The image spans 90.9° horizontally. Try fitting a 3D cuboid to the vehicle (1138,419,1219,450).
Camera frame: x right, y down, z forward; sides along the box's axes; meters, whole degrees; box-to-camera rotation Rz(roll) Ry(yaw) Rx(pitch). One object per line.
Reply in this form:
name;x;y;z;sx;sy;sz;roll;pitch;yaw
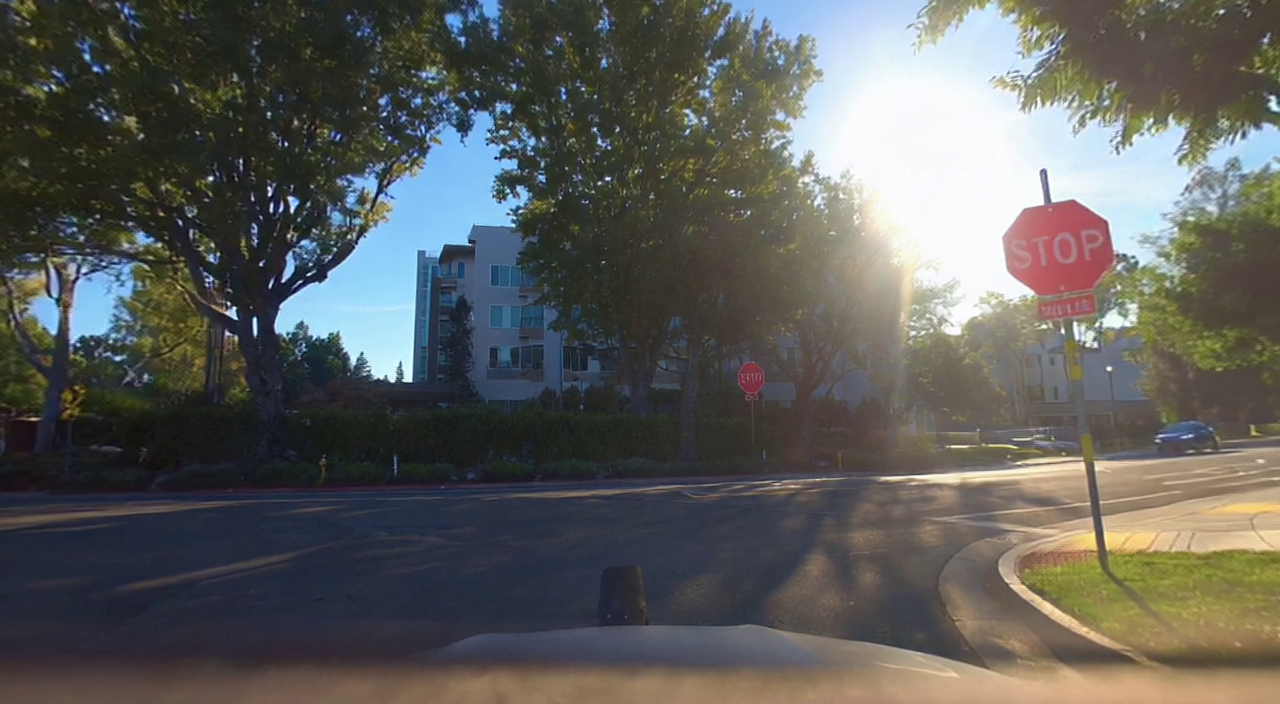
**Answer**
vehicle;27.743;4.291;32.411;4.473;1.474;2.108;6;-10;-37
